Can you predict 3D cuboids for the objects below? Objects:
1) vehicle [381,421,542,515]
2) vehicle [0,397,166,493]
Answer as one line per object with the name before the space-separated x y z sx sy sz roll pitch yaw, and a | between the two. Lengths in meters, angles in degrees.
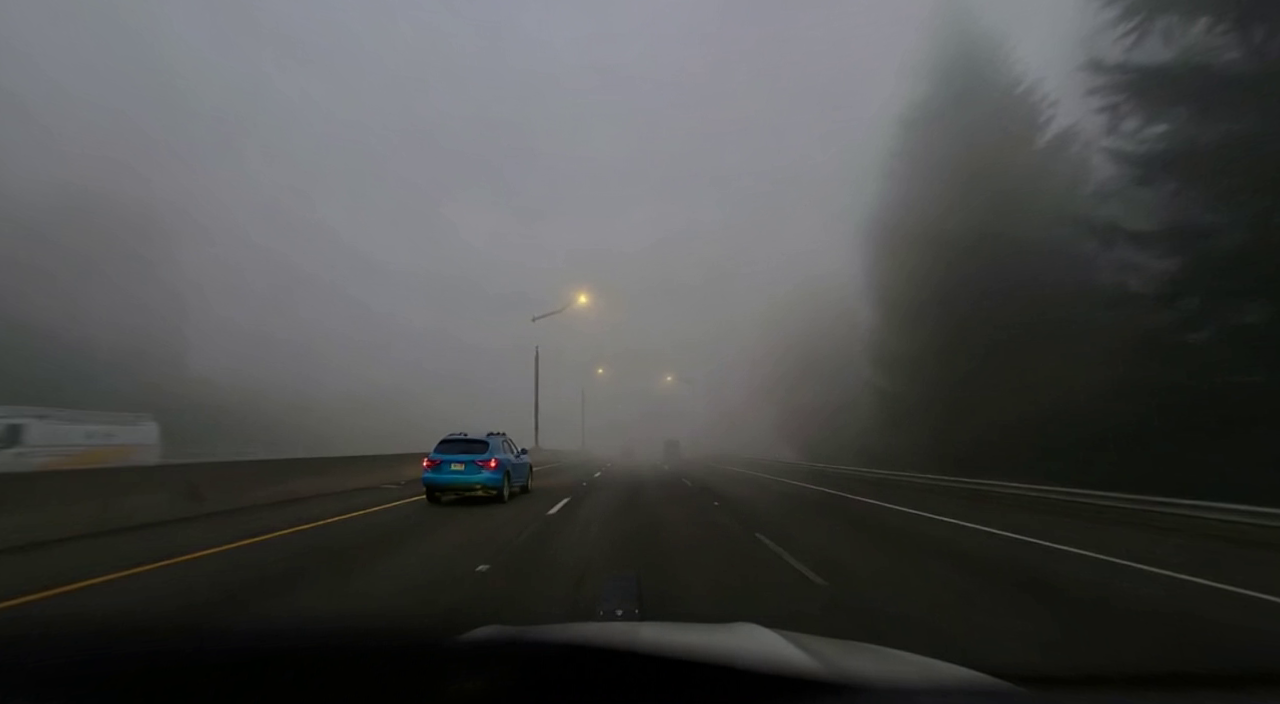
vehicle | -3.789 2.581 14.578 2.205 1.773 5.124 0 -9 0
vehicle | -23.226 3.551 23.963 3.211 3.197 9.419 0 -9 -1
